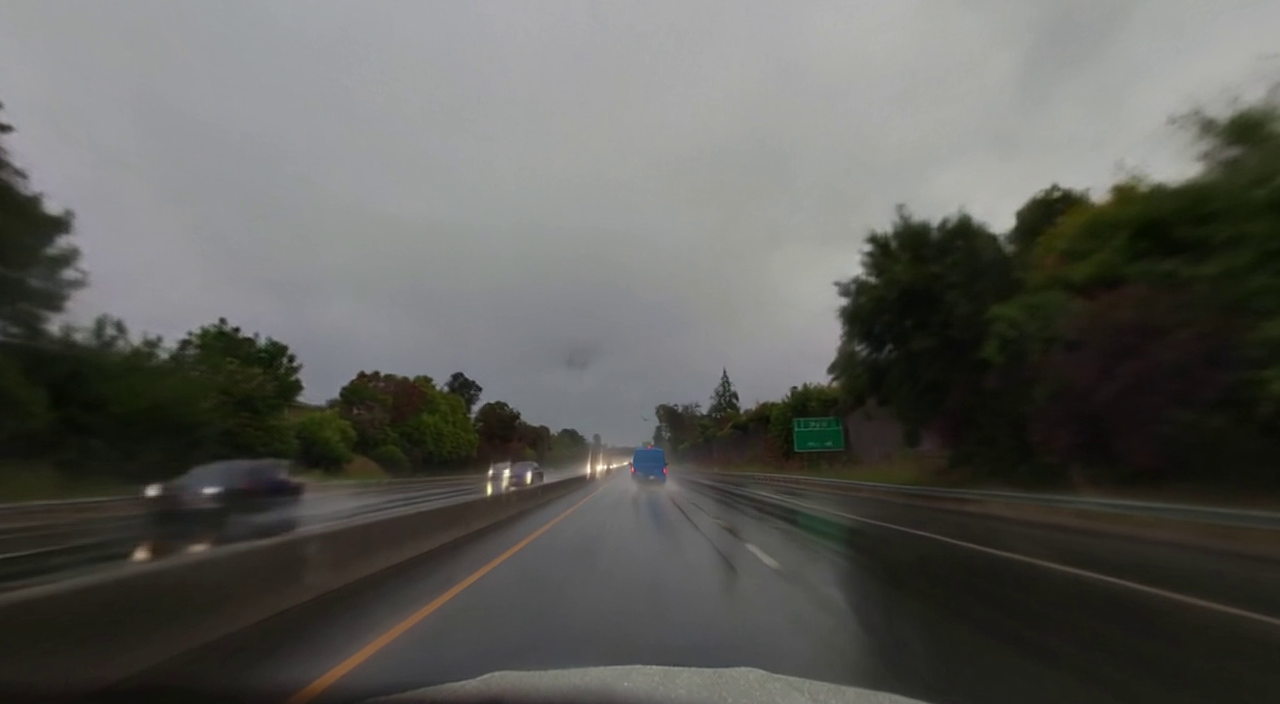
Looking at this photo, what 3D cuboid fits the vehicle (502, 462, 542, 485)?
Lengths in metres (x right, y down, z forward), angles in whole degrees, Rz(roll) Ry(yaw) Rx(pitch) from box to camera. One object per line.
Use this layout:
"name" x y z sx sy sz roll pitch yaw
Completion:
"vehicle" -8.265 8.569 44.440 1.980 1.534 4.116 1 -11 0

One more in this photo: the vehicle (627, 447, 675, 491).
"vehicle" 0.508 6.421 34.648 2.429 2.167 4.558 1 -11 -1

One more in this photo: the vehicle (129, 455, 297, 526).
"vehicle" -12.622 4.116 19.048 2.101 1.841 4.167 1 -11 -1
